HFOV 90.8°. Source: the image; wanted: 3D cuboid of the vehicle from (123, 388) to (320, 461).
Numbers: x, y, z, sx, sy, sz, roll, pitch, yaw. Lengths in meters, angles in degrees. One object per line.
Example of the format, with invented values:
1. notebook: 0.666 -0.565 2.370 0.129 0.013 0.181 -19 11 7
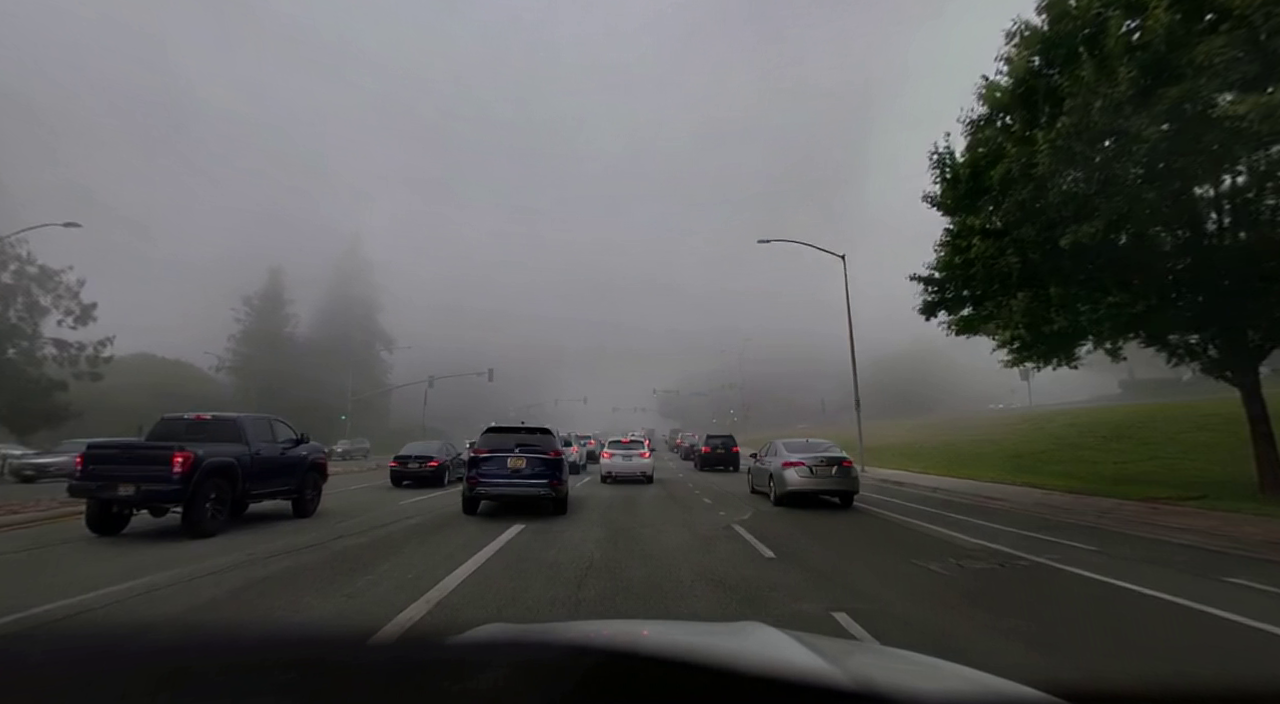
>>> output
1. vehicle: -27.950 5.248 43.845 3.181 4.189 14.107 -1 -8 4

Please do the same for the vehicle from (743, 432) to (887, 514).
1. vehicle: 3.526 2.504 13.615 1.884 1.463 4.195 0 -8 0

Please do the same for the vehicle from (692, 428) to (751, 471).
1. vehicle: 3.699 4.510 29.368 2.099 1.845 4.363 0 -8 -1

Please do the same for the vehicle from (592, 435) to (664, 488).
1. vehicle: -0.344 3.410 20.062 2.030 1.477 4.330 0 -8 0

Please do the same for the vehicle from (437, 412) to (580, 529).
1. vehicle: -2.333 2.175 12.248 2.111 1.745 5.274 1 -8 -8

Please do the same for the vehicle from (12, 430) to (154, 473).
1. vehicle: -23.677 4.259 27.140 2.005 1.683 4.409 0 -8 1
